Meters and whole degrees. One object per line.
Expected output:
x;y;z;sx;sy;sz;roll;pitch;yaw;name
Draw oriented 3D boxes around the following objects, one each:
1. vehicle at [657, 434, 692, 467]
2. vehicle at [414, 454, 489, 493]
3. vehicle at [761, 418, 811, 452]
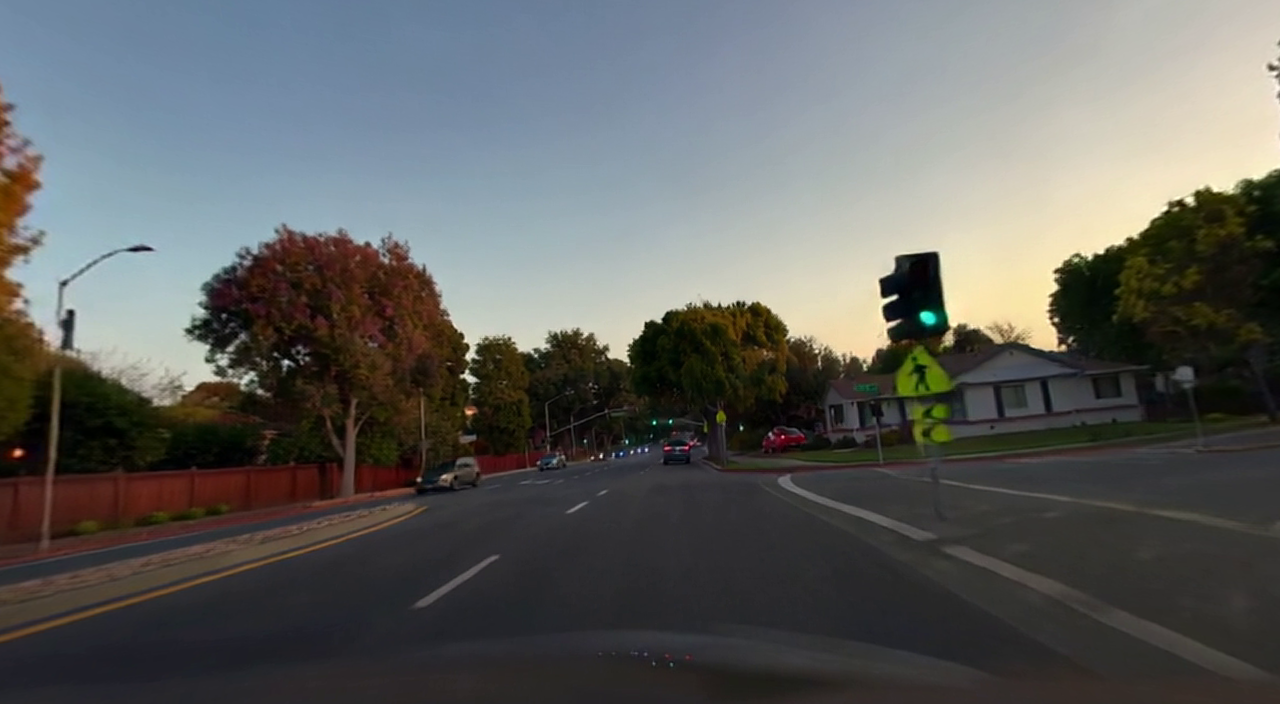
2.250;6.295;40.357;2.059;1.908;4.714;-1;-8;5;vehicle
-9.576;6.188;32.398;2.014;1.734;4.482;-2;-8;7;vehicle
10.643;6.183;46.463;2.531;2.263;6.802;-1;-8;4;vehicle
